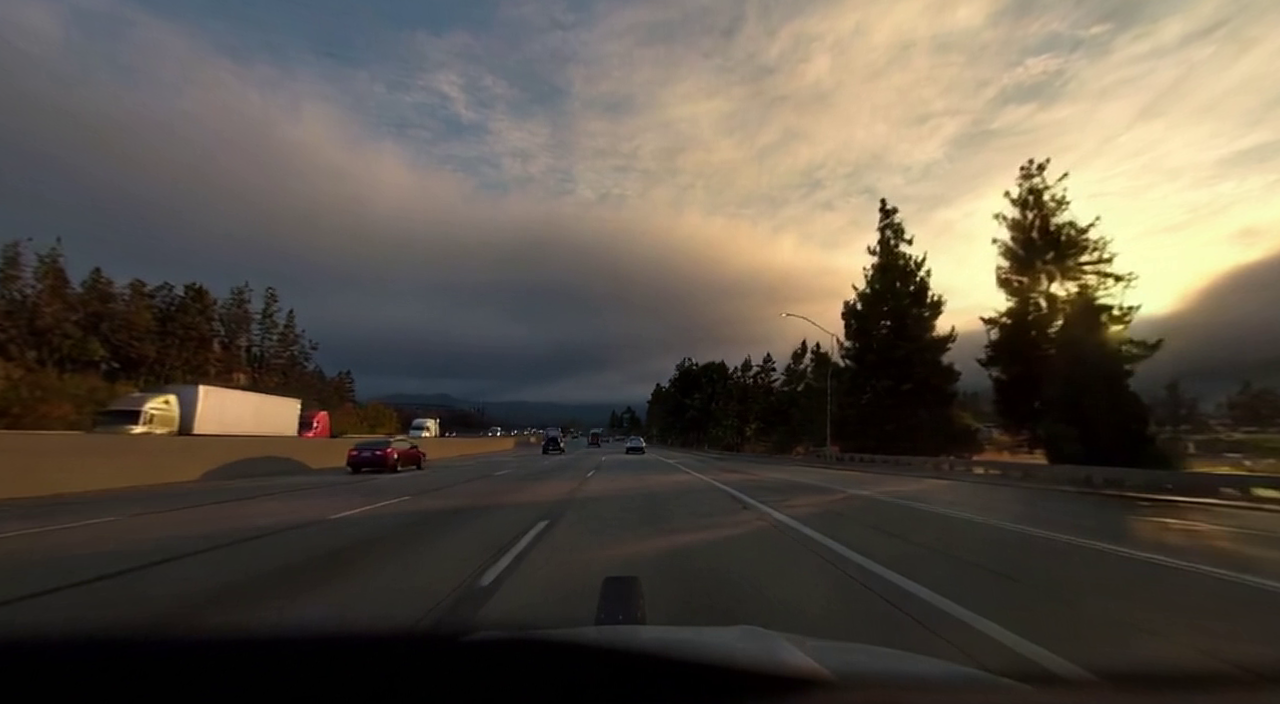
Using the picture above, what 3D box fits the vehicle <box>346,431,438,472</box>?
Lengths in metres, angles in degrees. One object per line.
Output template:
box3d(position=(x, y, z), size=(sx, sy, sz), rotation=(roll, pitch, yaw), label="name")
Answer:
box3d(position=(-10.803, 4.346, 27.917), size=(2.197, 1.654, 4.823), rotation=(0, -8, -1), label="vehicle")

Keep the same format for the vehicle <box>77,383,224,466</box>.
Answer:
box3d(position=(-25.324, 3.851, 33.104), size=(2.984, 3.948, 5.839), rotation=(0, -8, -2), label="vehicle")

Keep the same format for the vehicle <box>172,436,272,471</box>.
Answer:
box3d(position=(-17.990, 4.354, 27.347), size=(1.831, 1.415, 3.645), rotation=(0, -8, 0), label="vehicle")
